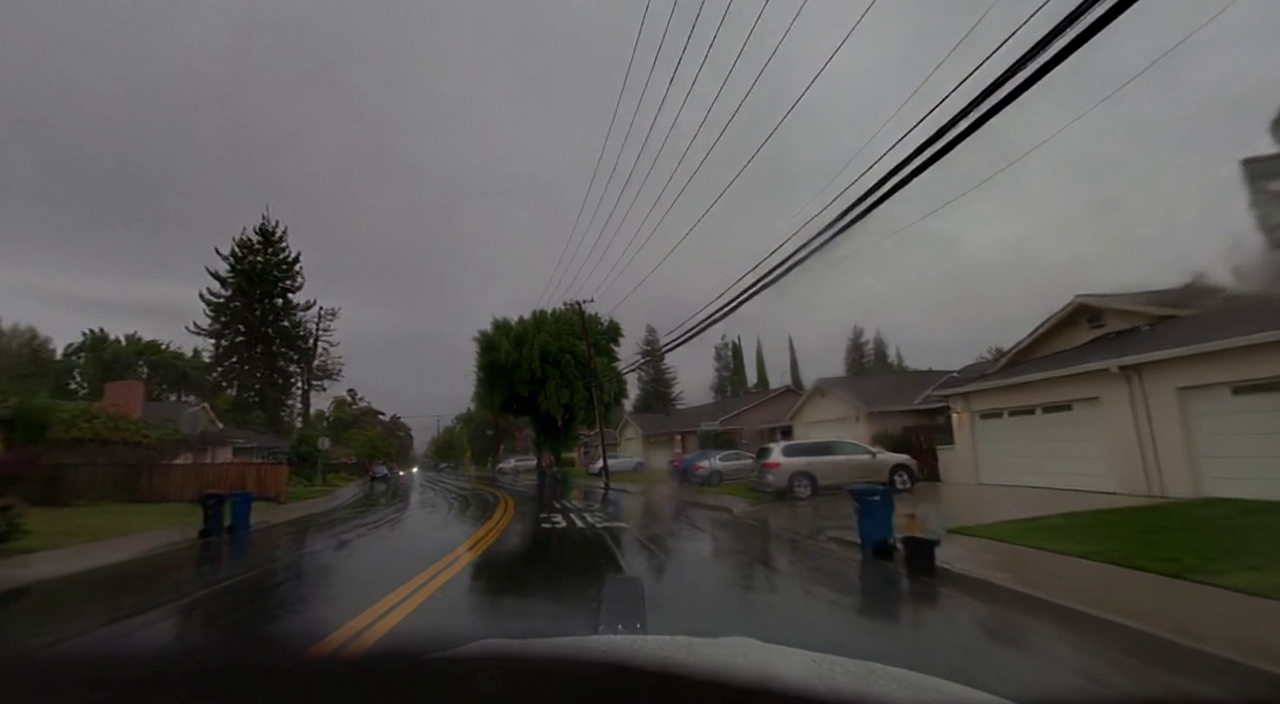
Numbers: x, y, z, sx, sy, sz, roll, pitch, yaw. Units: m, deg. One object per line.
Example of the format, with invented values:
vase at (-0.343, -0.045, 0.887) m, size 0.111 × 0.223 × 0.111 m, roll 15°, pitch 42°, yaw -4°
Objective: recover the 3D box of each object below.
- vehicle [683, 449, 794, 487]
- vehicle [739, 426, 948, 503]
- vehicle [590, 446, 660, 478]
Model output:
vehicle at (4.265, 5.027, 27.645) m, size 4.382 × 1.531 × 1.925 m, roll 2°, pitch -9°, yaw -14°
vehicle at (5.824, 3.275, 18.482) m, size 5.229 × 1.790 × 2.153 m, roll -2°, pitch -11°, yaw -10°
vehicle at (-1.053, 7.500, 43.281) m, size 4.337 × 1.768 × 1.962 m, roll -1°, pitch -8°, yaw -21°
